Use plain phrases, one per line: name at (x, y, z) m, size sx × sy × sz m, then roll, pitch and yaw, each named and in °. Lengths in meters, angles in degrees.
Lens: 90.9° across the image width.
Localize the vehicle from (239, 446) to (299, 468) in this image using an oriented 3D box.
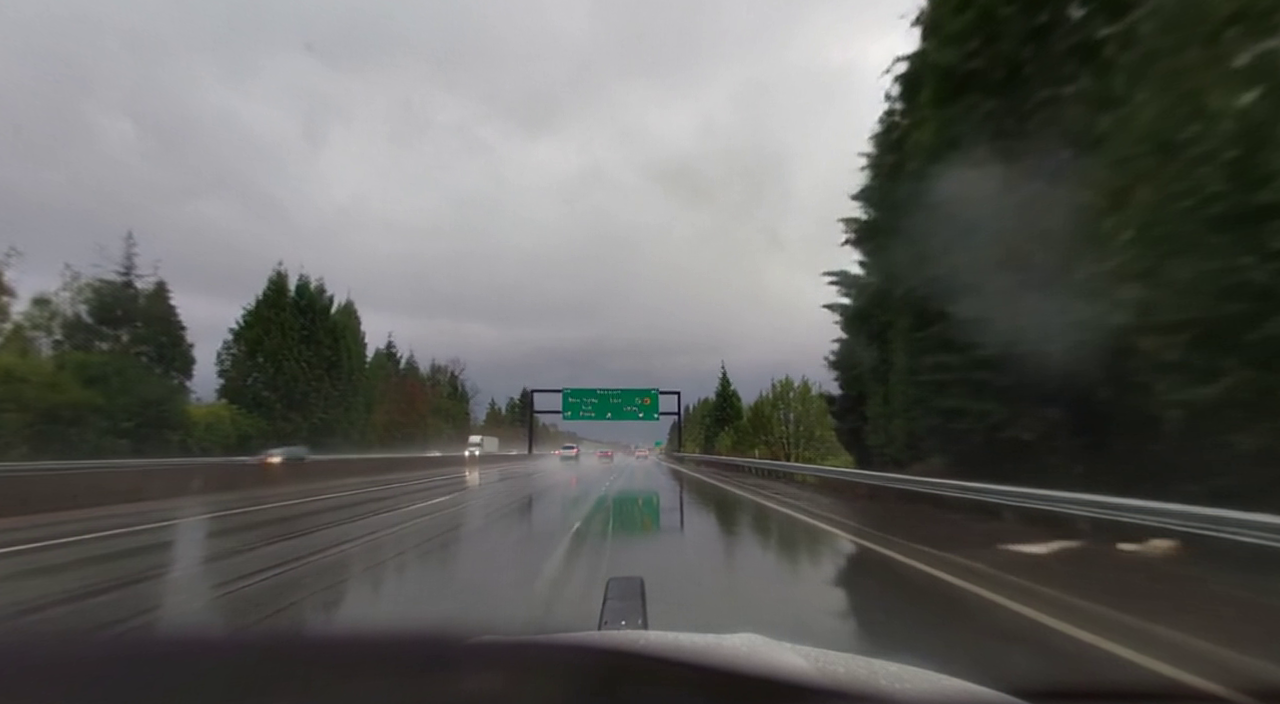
vehicle at (-27.144, 7.704, 46.264) m, size 1.830 × 1.555 × 4.277 m, roll 0°, pitch -9°, yaw 0°
